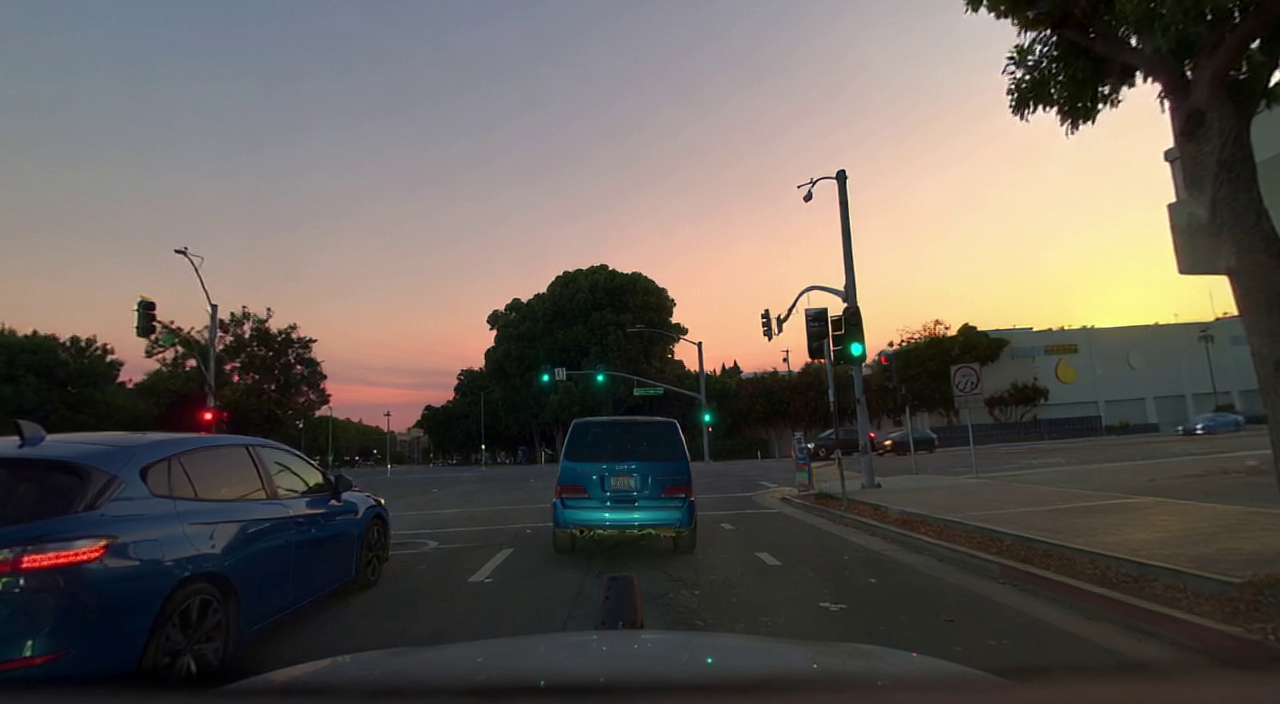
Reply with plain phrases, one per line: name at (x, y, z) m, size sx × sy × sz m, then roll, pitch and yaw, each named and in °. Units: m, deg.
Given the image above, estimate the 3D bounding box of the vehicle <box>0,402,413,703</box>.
vehicle at (-3.378, 1.266, 4.562) m, size 2.011 × 1.527 × 4.008 m, roll 0°, pitch -8°, yaw -1°

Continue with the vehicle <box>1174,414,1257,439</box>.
vehicle at (37.415, 4.869, 41.081) m, size 4.509 × 1.487 × 1.915 m, roll 3°, pitch -9°, yaw -19°

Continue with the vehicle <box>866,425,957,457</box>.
vehicle at (13.857, 4.561, 32.357) m, size 3.830 × 1.545 × 2.006 m, roll 3°, pitch -9°, yaw -18°

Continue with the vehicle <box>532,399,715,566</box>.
vehicle at (-0.185, 1.793, 9.345) m, size 2.059 × 1.877 × 4.249 m, roll 0°, pitch -8°, yaw 0°
